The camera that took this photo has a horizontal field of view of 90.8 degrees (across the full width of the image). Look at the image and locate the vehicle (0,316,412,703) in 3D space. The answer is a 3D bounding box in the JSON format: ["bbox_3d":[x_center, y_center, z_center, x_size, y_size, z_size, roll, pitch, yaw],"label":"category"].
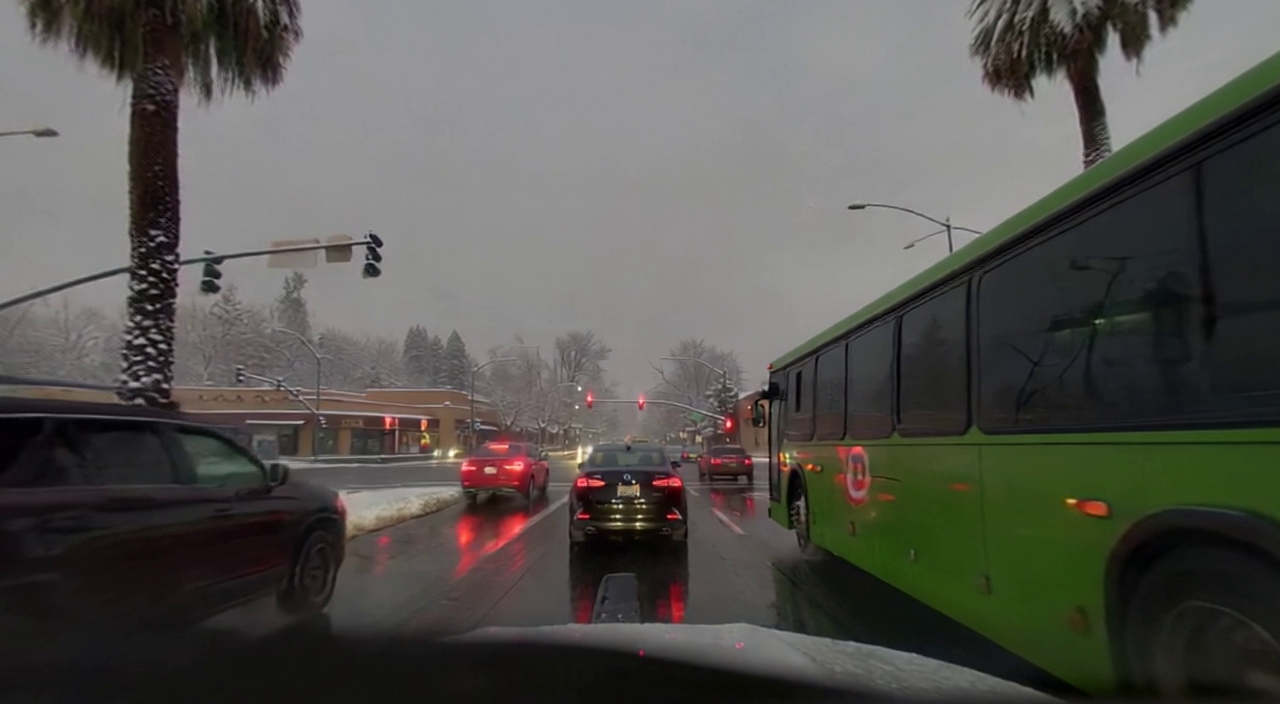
[{"bbox_3d":[-3.498,1.019,3.987,2.145,1.824,4.974,0,-9,1],"label":"vehicle"}]

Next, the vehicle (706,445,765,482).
[{"bbox_3d":[4.108,4.888,27.978,1.989,1.467,4.364,0,-9,1],"label":"vehicle"}]

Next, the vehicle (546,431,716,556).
[{"bbox_3d":[-0.123,2.018,9.666,2.060,1.499,3.831,0,-9,0],"label":"vehicle"}]

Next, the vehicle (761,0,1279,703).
[{"bbox_3d":[3.633,-0.046,4.093,3.068,4.026,13.534,0,-9,0],"label":"vehicle"}]

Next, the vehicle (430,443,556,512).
[{"bbox_3d":[-3.354,2.928,15.306,1.919,1.415,4.178,0,-9,2],"label":"vehicle"}]
